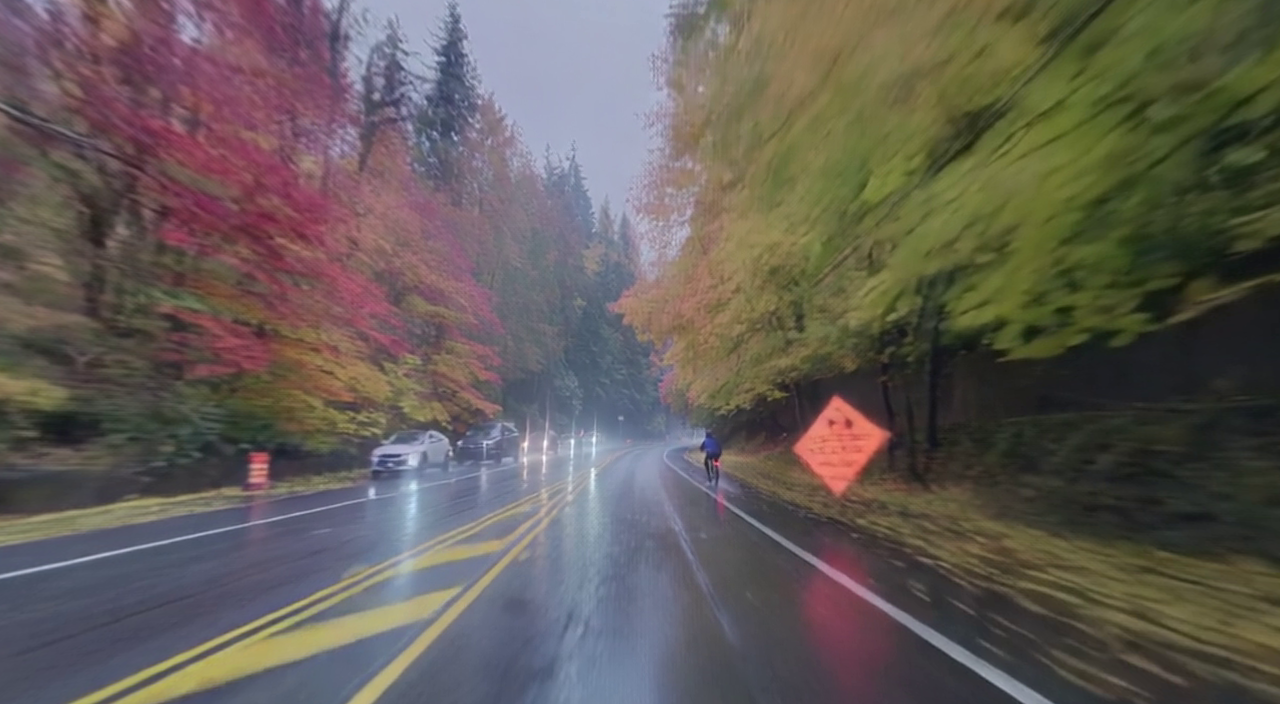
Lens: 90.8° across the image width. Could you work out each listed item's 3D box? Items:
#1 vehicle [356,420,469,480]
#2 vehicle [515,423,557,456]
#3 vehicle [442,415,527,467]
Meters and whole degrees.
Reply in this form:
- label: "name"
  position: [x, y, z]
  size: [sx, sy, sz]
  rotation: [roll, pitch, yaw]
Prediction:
- label: "vehicle"
  position: [-7.652, 3.321, 21.761]
  size: [1.991, 1.759, 4.443]
  rotation: [-3, -8, 4]
- label: "vehicle"
  position: [-7.036, 6.011, 43.145]
  size: [1.955, 1.908, 4.680]
  rotation: [-5, -9, 0]
- label: "vehicle"
  position: [-7.115, 4.206, 29.620]
  size: [2.312, 2.075, 5.748]
  rotation: [-3, -9, 2]
